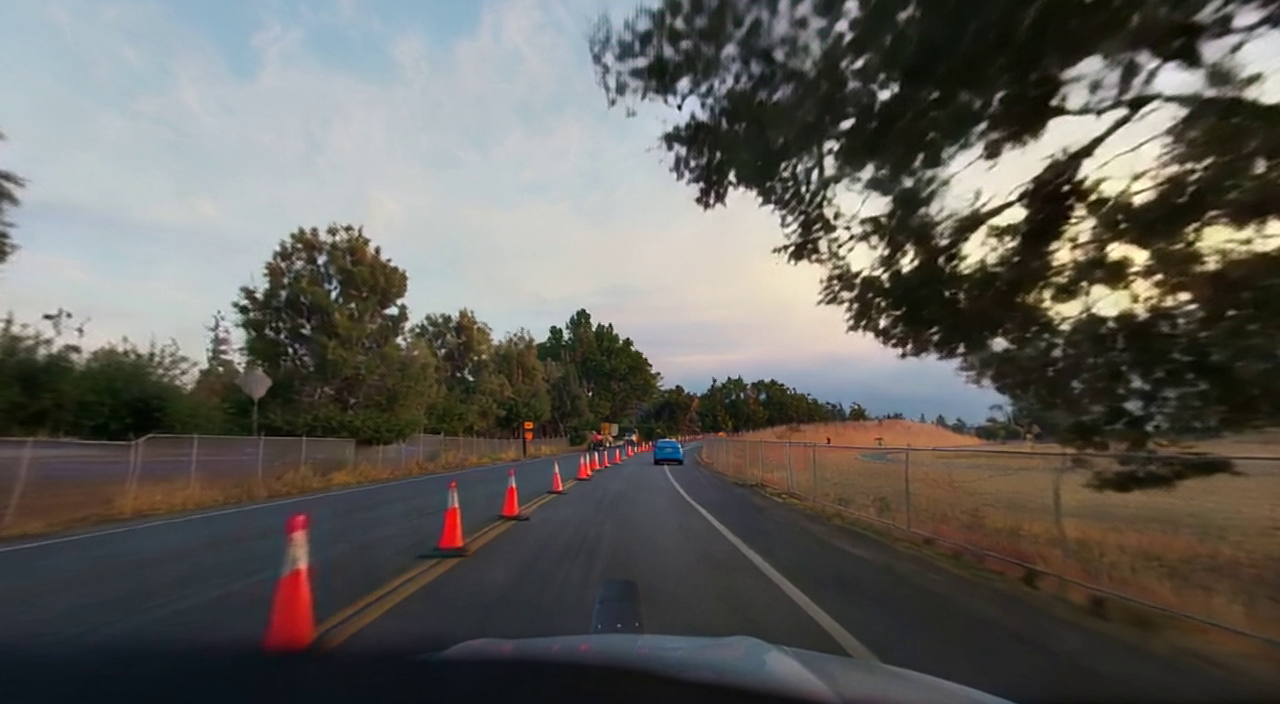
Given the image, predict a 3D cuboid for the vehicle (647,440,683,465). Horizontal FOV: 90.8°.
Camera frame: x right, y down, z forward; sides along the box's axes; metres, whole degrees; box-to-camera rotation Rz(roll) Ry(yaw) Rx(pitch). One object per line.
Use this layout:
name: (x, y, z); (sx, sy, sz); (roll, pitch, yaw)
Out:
vehicle: (1.612, 6.274, 39.444); (2.172, 1.486, 3.581); (-1, -9, 4)
